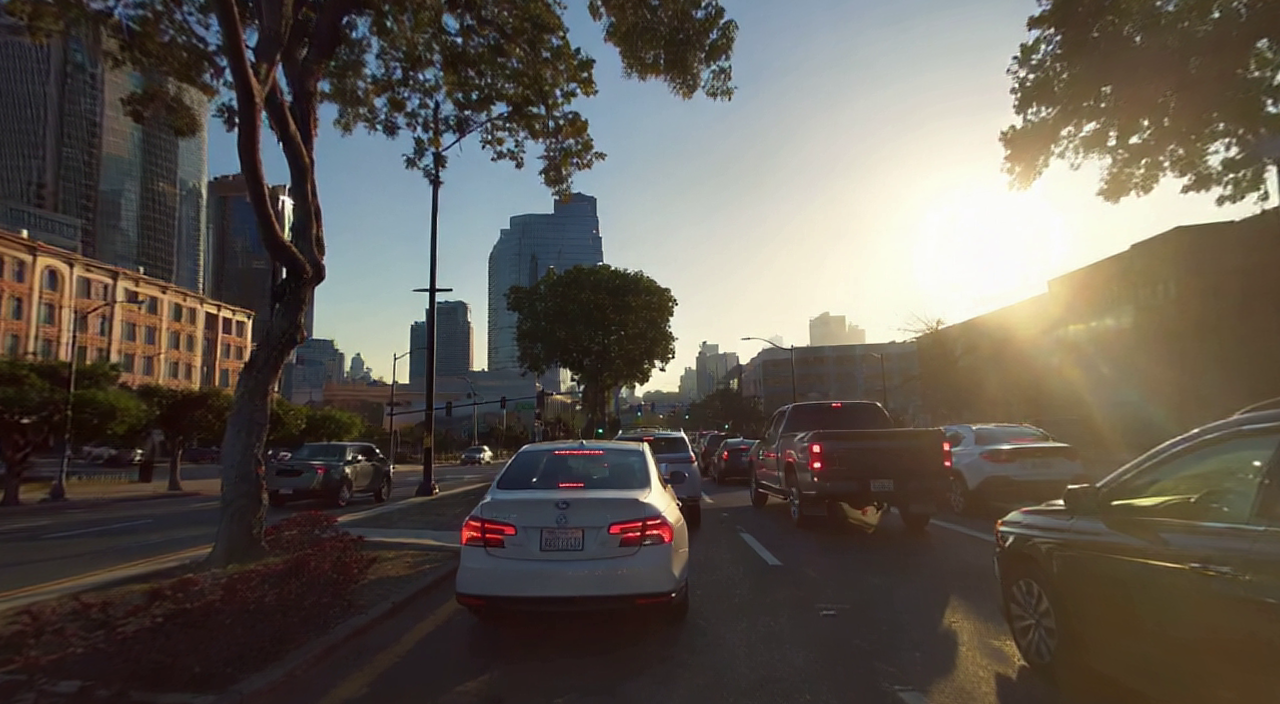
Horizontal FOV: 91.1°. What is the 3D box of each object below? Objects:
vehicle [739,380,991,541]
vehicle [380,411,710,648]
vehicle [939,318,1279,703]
[{"bbox_3d":[3.549,1.918,11.611,2.497,2.186,5.890,0,-8,1],"label":"vehicle"},{"bbox_3d":[-0.564,1.484,6.328,2.172,1.536,4.250,0,-9,2],"label":"vehicle"},{"bbox_3d":[3.151,0.754,2.079,2.024,1.723,4.714,0,-9,1],"label":"vehicle"}]
